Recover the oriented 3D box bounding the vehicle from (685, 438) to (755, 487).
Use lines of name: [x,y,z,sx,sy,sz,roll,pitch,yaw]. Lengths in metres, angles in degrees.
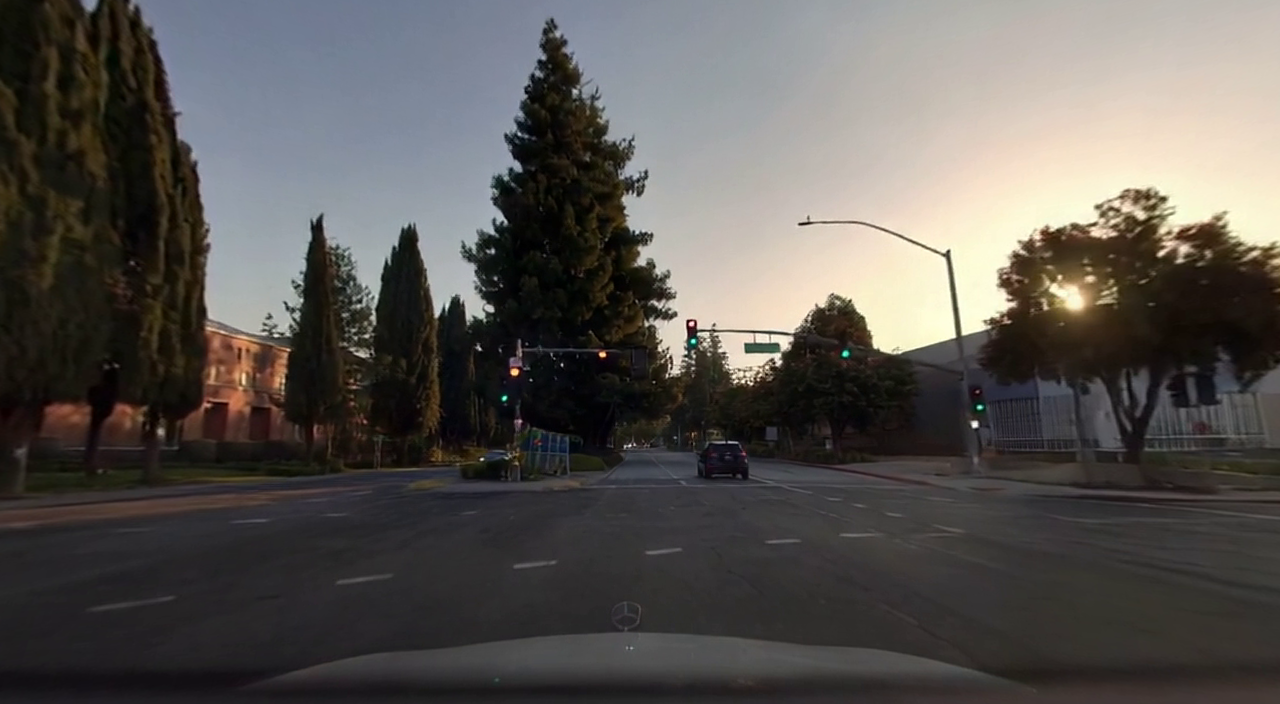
vehicle: [3.144,4.458,25.858,2.095,1.759,4.862,0,-9,-2]
